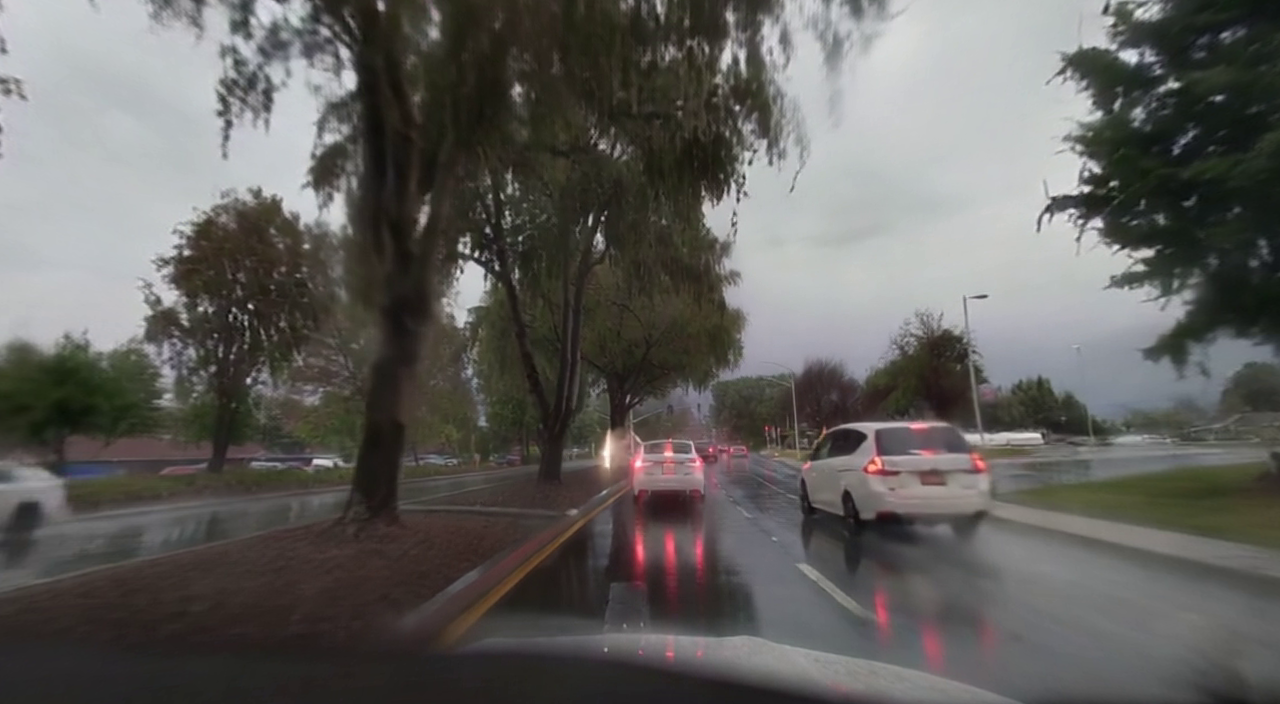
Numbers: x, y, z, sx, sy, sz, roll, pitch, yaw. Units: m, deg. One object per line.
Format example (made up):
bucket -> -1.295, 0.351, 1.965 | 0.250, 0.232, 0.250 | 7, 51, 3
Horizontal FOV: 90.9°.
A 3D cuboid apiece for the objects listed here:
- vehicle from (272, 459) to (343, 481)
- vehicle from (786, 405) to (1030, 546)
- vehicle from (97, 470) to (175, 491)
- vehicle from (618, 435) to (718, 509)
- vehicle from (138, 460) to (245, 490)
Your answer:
vehicle -> -25.472, 9.029, 48.351 | 4.434, 1.582, 1.946 | -2, -8, 11
vehicle -> 4.119, 1.996, 10.960 | 1.953, 1.818, 5.299 | -1, -8, 1
vehicle -> -38.509, 9.819, 48.224 | 4.412, 1.435, 1.926 | -1, -8, 5
vehicle -> 0.717, 2.899, 15.735 | 2.154, 1.585, 3.997 | -1, -8, 3
vehicle -> -26.747, 7.330, 37.695 | 4.951, 1.618, 1.952 | -1, -8, 4
